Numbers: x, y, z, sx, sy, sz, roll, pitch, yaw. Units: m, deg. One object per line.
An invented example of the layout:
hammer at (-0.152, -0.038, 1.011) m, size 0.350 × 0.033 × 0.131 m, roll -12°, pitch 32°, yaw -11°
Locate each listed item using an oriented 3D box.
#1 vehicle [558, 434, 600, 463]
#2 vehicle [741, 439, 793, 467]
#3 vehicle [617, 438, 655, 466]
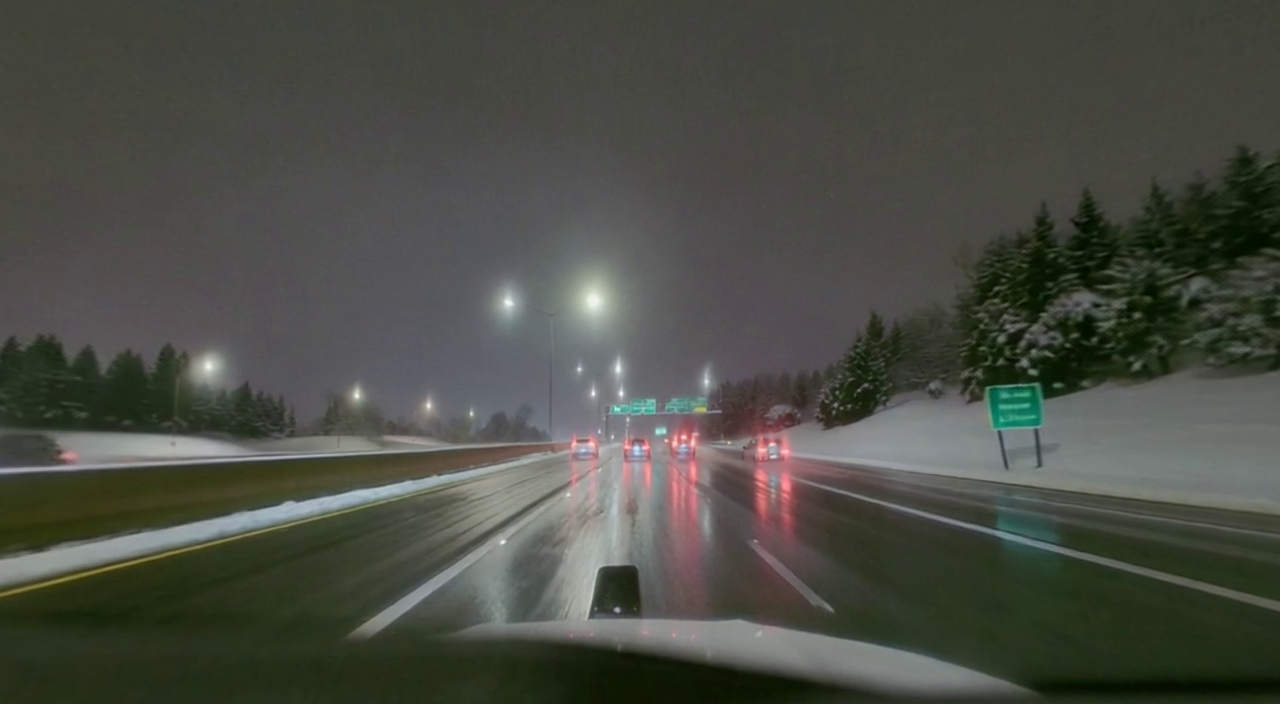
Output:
vehicle at (-3.790, 6.150, 40.228) m, size 2.123 × 1.661 × 4.601 m, roll 0°, pitch -9°, yaw 1°
vehicle at (7.136, 5.720, 35.920) m, size 1.935 × 1.478 × 4.433 m, roll 1°, pitch -9°, yaw -2°
vehicle at (-0.229, 5.670, 35.895) m, size 1.985 × 1.457 × 4.227 m, roll 0°, pitch -9°, yaw -1°
